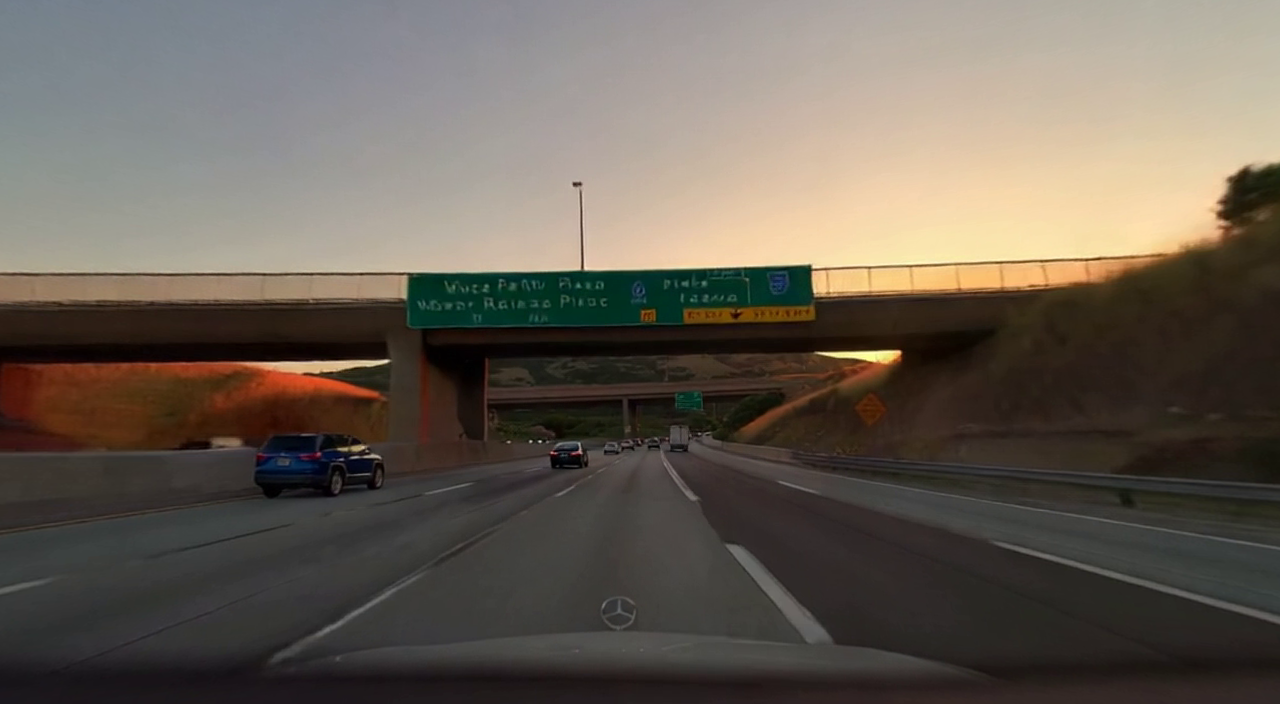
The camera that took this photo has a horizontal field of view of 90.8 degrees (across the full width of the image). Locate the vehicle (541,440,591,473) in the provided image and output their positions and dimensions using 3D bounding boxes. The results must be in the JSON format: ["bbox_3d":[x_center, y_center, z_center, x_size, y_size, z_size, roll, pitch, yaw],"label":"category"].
[{"bbox_3d":[-3.606,5.184,31.519,1.925,1.509,4.363,0,-9,1],"label":"vehicle"}]

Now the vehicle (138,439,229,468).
[{"bbox_3d":[-26.374,5.884,36.720,1.908,1.558,4.462,0,-9,1],"label":"vehicle"}]

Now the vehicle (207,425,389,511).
[{"bbox_3d":[-7.619,2.619,14.653,1.860,1.694,4.173,0,-9,0],"label":"vehicle"}]
